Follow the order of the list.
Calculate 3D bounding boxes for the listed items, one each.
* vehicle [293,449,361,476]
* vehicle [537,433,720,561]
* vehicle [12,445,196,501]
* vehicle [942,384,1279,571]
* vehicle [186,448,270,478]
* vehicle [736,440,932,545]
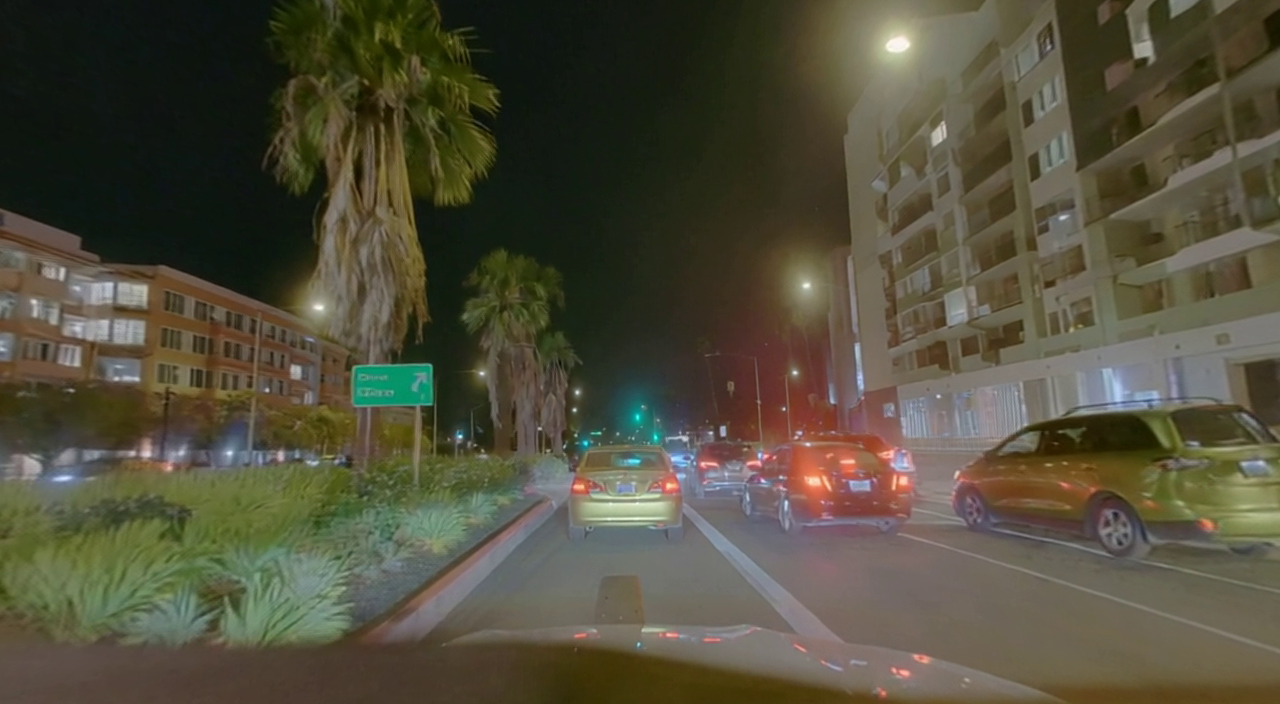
[{"bbox_3d":[-20.736,7.308,42.138,2.053,1.631,4.900,0,-9,0],"label":"vehicle"},{"bbox_3d":[-0.162,2.018,9.518,2.158,1.498,3.919,0,-8,-1],"label":"vehicle"},{"bbox_3d":[-20.372,4.566,24.511,2.306,1.880,5.537,0,-8,-1],"label":"vehicle"},{"bbox_3d":[7.208,1.802,9.875,2.254,2.072,5.577,0,-8,1],"label":"vehicle"},{"bbox_3d":[-28.346,7.595,43.737,2.115,1.884,5.481,0,-8,-1],"label":"vehicle"},{"bbox_3d":[3.070,2.311,11.148,1.925,1.451,4.436,0,-8,-2],"label":"vehicle"}]
